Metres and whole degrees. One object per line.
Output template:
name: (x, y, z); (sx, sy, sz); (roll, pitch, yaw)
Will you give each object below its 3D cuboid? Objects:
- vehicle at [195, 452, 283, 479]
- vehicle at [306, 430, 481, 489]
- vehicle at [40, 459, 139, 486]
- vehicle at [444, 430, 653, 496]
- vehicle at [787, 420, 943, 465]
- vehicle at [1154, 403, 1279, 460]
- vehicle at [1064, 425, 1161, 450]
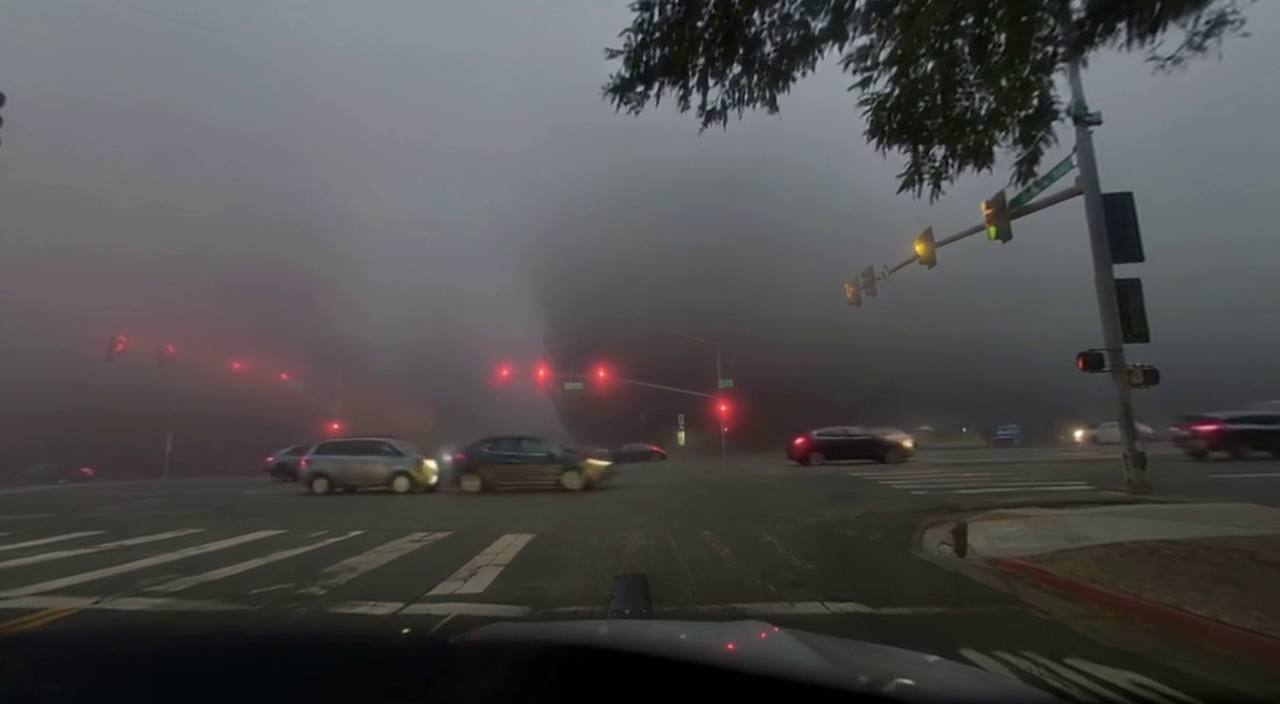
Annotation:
vehicle: (-28.314, 8.026, 44.622); (4.939, 1.770, 2.001); (-1, -9, 5)
vehicle: (-7.741, 3.411, 20.164); (4.673, 1.740, 2.150); (-1, -9, 6)
vehicle: (-33.220, 7.268, 38.084); (4.459, 1.477, 1.754); (-1, -9, 5)
vehicle: (-2.125, 2.703, 15.442); (4.715, 1.472, 1.905); (-1, -9, 6)
vehicle: (7.787, 3.203, 22.253); (4.793, 1.473, 1.878); (-1, -9, 7)
vehicle: (17.474, 2.214, 17.526); (4.494, 1.491, 1.906); (-1, -9, 6)
vehicle: (29.027, 5.292, 38.809); (4.377, 1.491, 1.734); (-1, -9, 7)
